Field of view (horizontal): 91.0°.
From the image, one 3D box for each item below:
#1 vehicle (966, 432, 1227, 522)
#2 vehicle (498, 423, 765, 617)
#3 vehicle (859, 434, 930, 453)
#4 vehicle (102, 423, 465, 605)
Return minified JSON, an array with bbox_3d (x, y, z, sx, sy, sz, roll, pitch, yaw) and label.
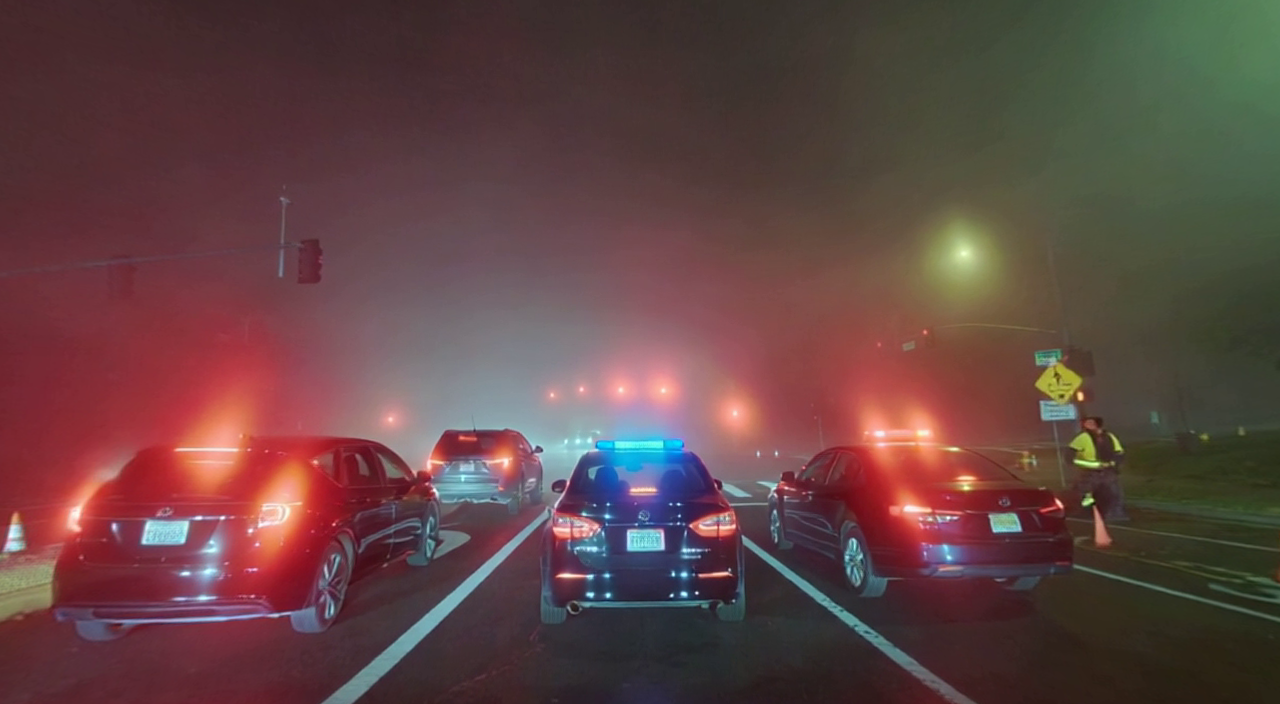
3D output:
[{"bbox_3d":[9.371,2.579,13.602,1.957,1.576,4.670,0,-9,-3],"label":"vehicle"},{"bbox_3d":[-0.109,1.626,7.110,2.061,1.486,4.332,0,-8,-1],"label":"vehicle"},{"bbox_3d":[20.131,7.264,49.917,4.827,1.484,1.883,0,-9,0],"label":"vehicle"},{"bbox_3d":[-3.598,1.678,7.407,1.863,1.526,4.006,0,-9,1],"label":"vehicle"}]
